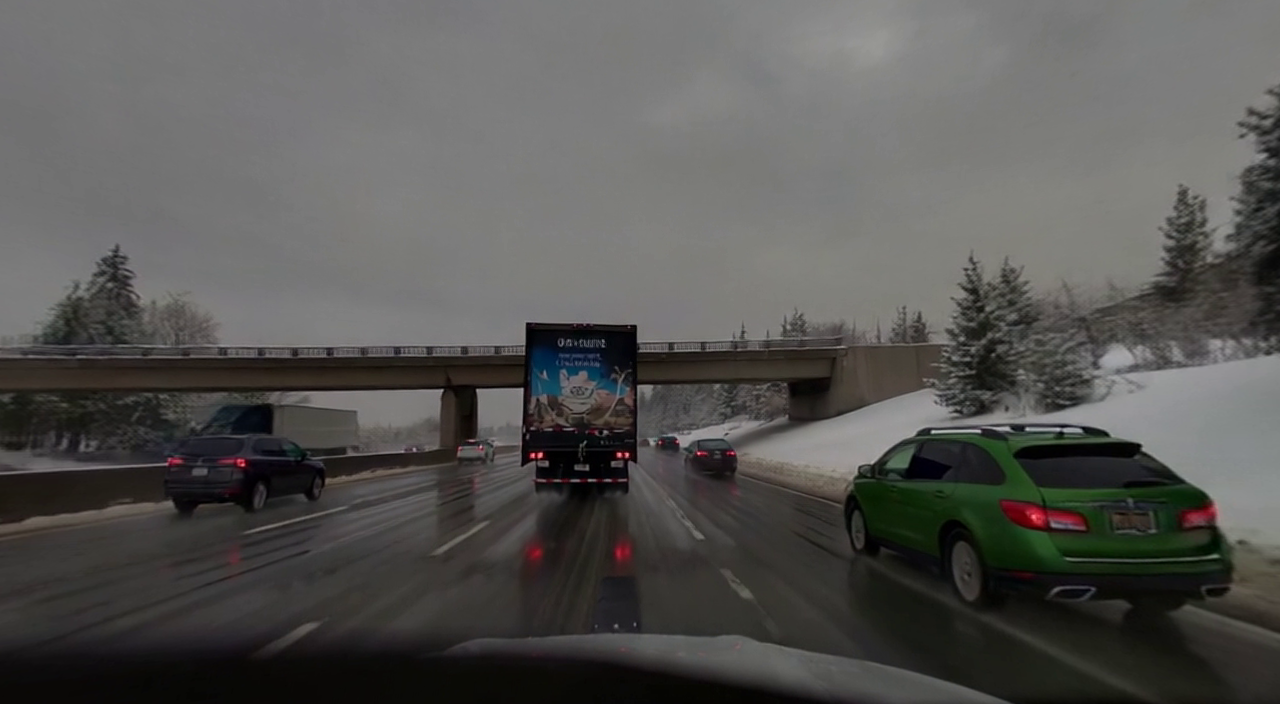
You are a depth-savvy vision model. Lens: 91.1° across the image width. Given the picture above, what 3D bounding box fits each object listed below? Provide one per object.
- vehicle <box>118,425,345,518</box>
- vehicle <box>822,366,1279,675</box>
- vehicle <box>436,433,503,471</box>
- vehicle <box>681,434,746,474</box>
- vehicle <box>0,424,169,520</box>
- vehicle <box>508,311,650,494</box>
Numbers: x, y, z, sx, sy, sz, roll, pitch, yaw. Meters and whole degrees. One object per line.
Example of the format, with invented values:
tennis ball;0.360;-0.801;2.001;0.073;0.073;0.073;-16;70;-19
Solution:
vehicle;-8.456;2.467;13.660;2.048;1.652;4.421;0;-8;-2
vehicle;3.437;1.196;5.666;2.118;1.647;4.400;0;-8;-2
vehicle;-8.240;4.846;30.807;2.057;1.698;4.550;0;-8;0
vehicle;2.944;4.180;26.185;2.003;1.519;4.580;0;-8;-2
vehicle;-16.556;3.233;17.640;2.446;2.276;5.514;0;-8;-1
vehicle;-1.660;1.692;18.051;2.911;3.787;9.905;1;-8;-5
